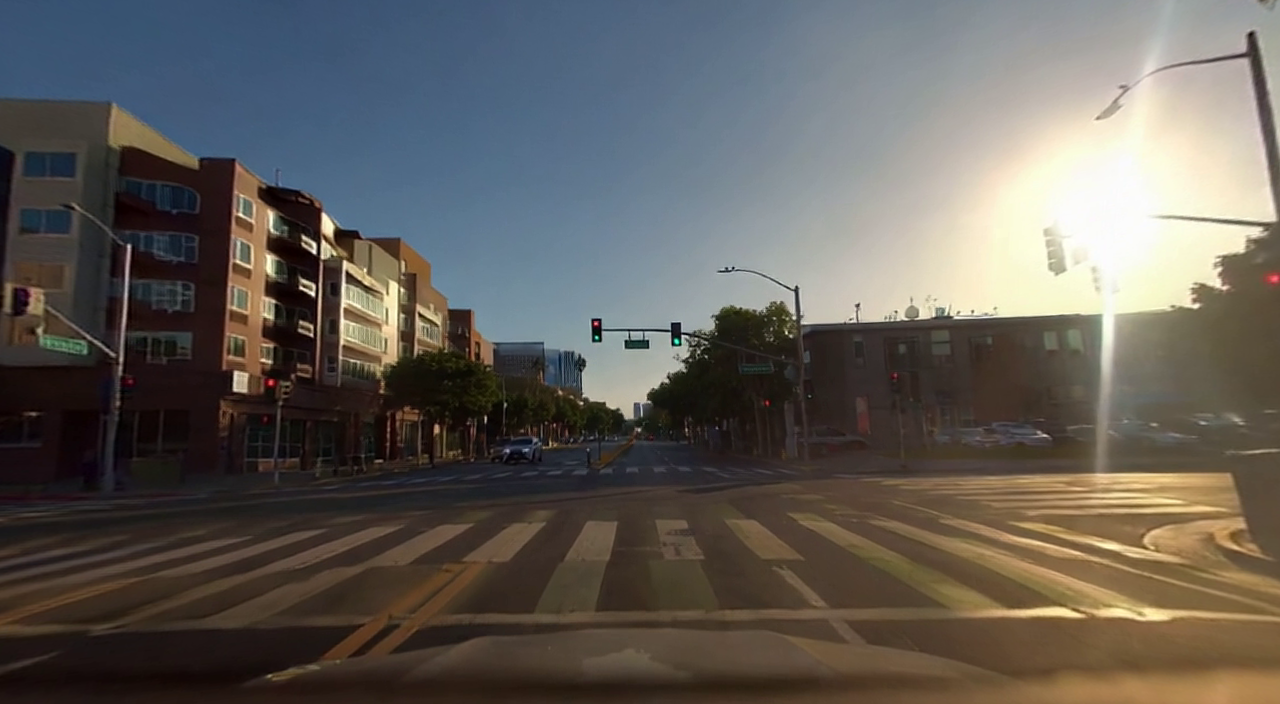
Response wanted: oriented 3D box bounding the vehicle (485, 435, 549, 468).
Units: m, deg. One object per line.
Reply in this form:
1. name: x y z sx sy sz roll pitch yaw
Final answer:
1. vehicle: -5.767 4.714 30.115 2.127 1.473 4.428 0 -8 1
